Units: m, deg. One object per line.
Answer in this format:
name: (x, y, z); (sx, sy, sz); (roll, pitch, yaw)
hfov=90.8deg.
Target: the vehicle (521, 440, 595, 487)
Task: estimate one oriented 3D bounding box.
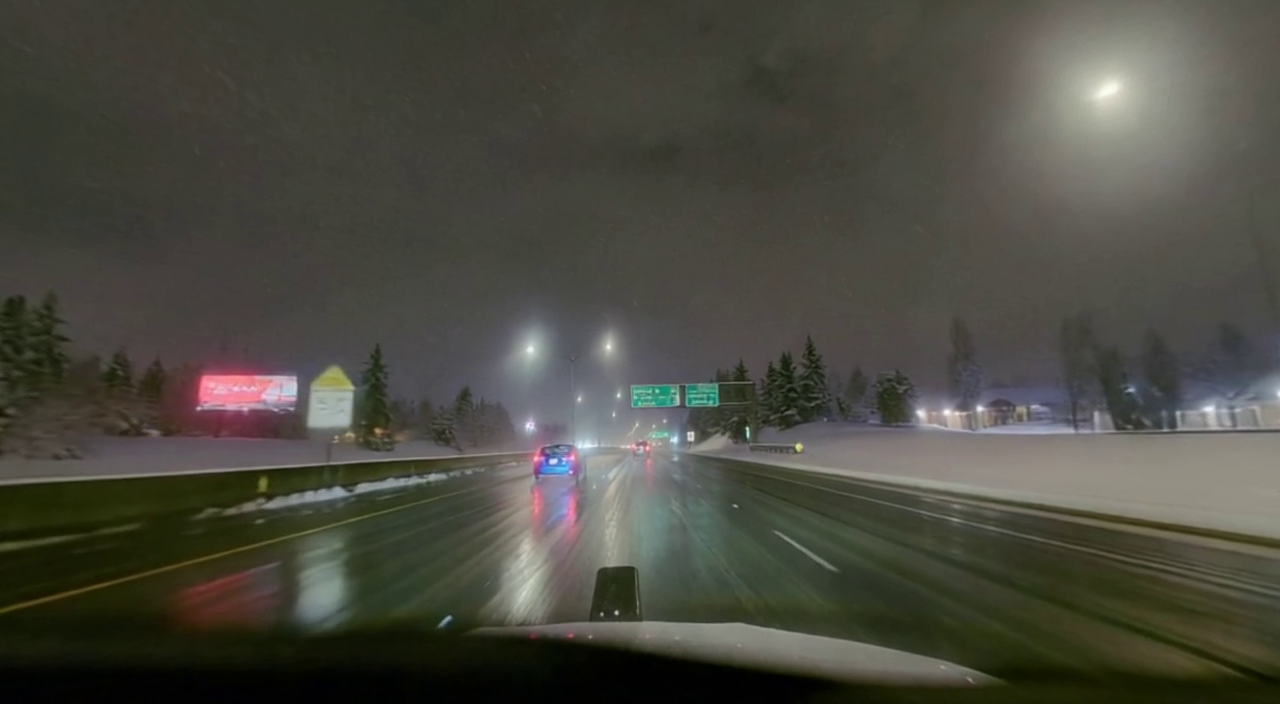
vehicle: (-2.897, 4.059, 23.351); (2.029, 1.557, 4.570); (0, -9, 1)
